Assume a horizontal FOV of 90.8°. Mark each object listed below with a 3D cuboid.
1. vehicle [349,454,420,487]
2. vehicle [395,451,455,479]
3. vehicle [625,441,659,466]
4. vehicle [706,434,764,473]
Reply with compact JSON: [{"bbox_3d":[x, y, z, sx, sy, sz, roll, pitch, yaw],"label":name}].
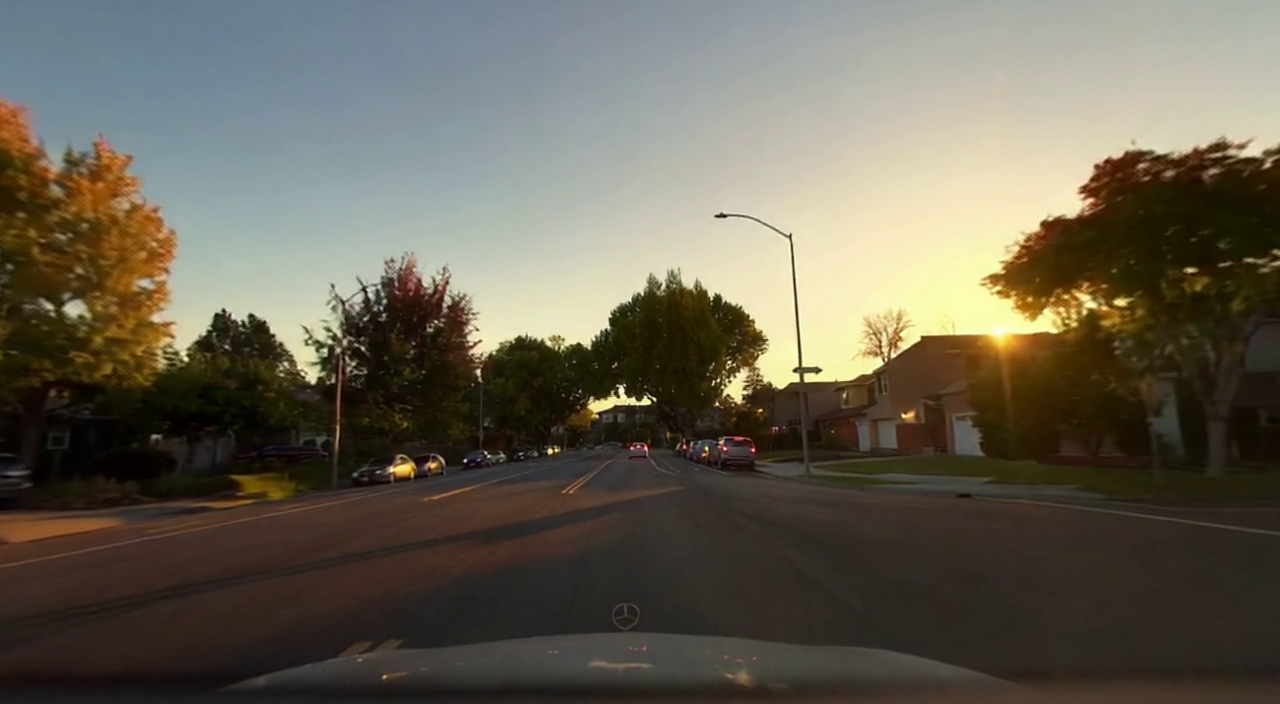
[{"bbox_3d":[-12.954,6.008,32.324,1.834,1.467,4.357,0,-8,0],"label":"vehicle"},{"bbox_3d":[-12.847,6.785,38.085,1.880,1.523,4.833,0,-8,1],"label":"vehicle"},{"bbox_3d":[0.073,6.267,39.280,2.022,1.471,3.973,0,-8,-1],"label":"vehicle"},{"bbox_3d":[4.707,5.136,32.030,2.022,1.799,5.105,0,-8,-2],"label":"vehicle"}]
